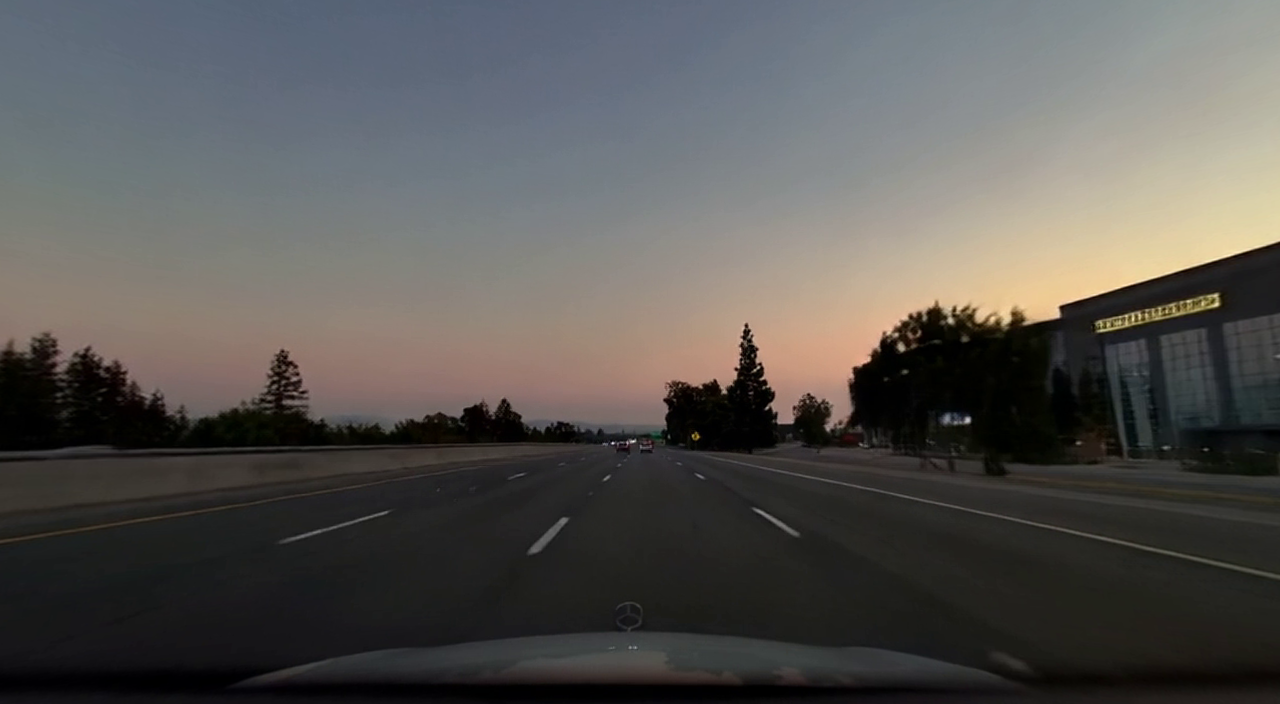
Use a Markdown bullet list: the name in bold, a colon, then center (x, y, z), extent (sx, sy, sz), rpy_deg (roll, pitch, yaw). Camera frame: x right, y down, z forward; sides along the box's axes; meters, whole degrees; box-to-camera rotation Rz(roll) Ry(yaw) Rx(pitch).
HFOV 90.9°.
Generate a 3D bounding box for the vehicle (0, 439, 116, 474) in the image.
- **vehicle**: center (-27.229, 4.815, 29.241), extent (1.911, 1.474, 4.571), rpy_deg (0, -8, 0)
